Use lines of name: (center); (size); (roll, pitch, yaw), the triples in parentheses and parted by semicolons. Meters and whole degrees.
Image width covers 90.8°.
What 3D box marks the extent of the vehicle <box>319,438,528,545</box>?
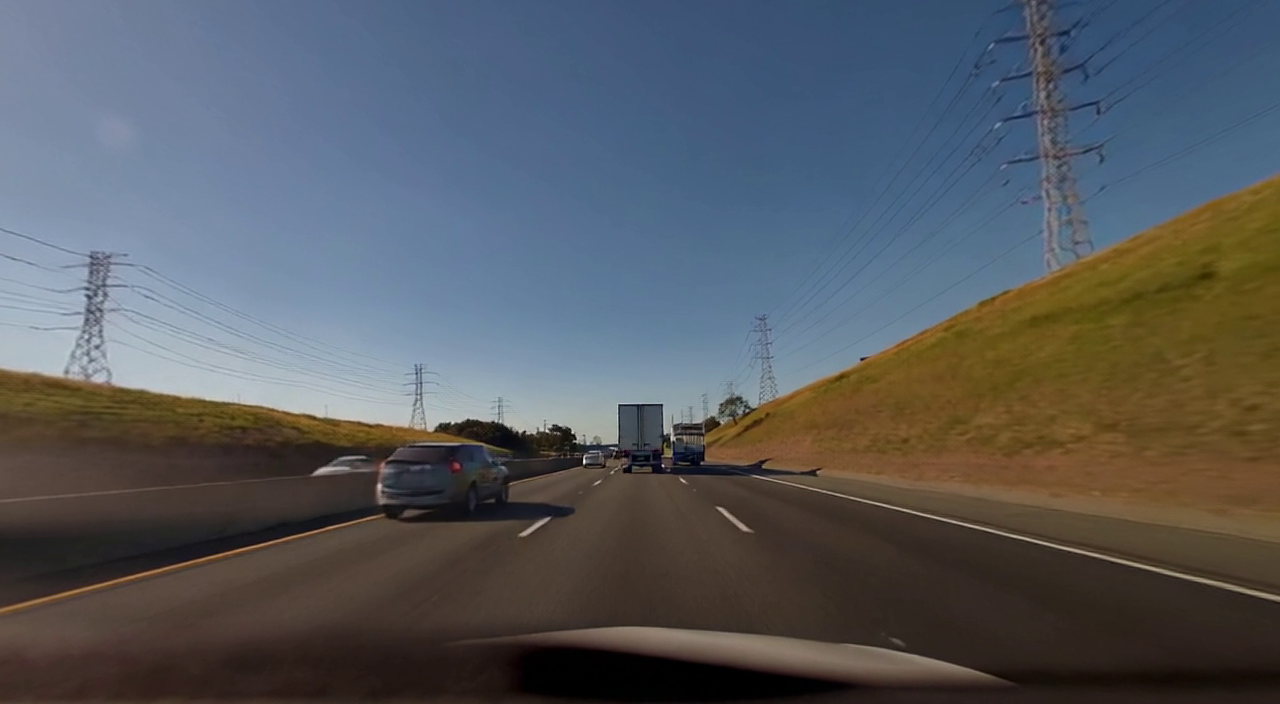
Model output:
vehicle: (-3.574, 2.398, 11.600); (2.128, 1.533, 4.694); (0, -9, 1)

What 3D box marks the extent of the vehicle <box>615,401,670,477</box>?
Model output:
vehicle: (0.222, 5.521, 39.401); (2.985, 4.025, 10.982); (0, -9, 1)

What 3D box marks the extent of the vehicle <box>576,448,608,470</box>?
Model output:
vehicle: (-3.731, 8.412, 49.948); (2.170, 1.657, 4.573); (0, -9, 1)
